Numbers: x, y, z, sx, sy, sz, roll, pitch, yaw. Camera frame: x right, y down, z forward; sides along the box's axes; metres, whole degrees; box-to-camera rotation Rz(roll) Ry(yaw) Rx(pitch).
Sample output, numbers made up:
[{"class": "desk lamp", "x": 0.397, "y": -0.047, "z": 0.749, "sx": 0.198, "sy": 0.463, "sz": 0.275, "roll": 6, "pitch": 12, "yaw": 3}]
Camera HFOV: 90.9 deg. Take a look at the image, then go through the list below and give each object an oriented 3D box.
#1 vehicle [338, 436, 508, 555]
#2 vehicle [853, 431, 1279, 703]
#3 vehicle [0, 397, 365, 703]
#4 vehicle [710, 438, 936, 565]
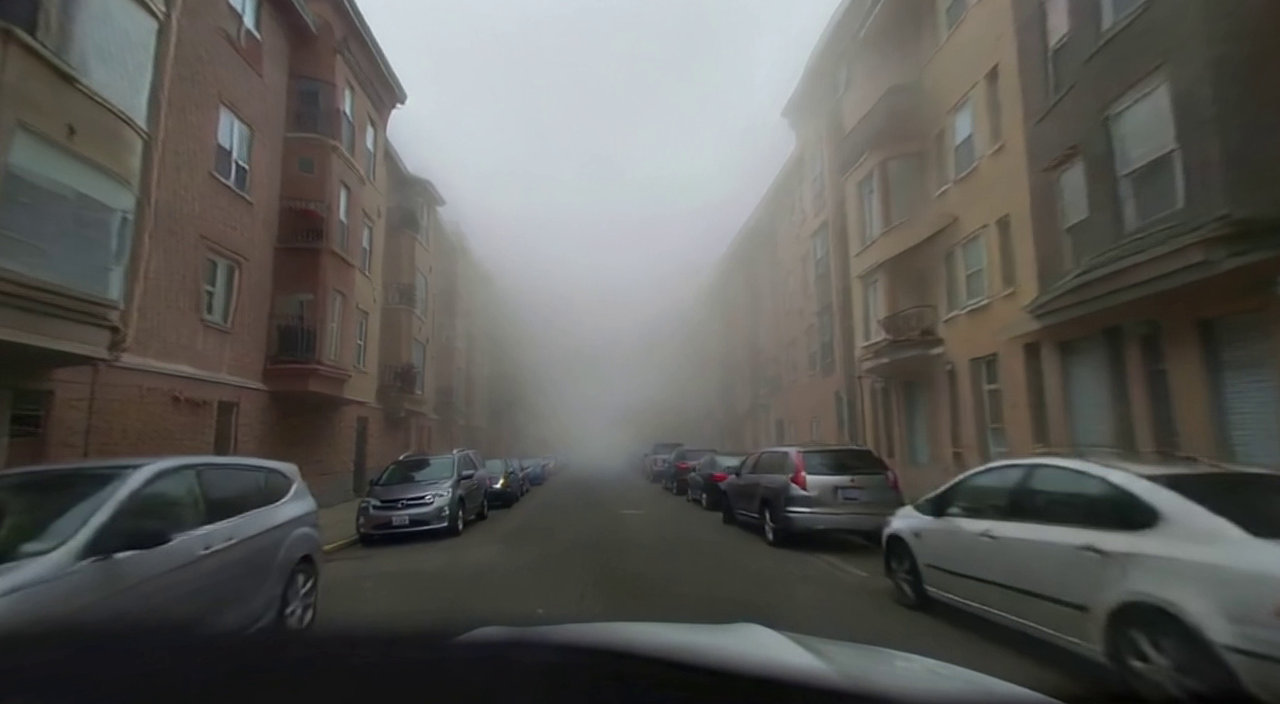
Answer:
[{"class": "vehicle", "x": -4.017, "y": 2.626, "z": 12.529, "sx": 2.081, "sy": 1.679, "sz": 4.506, "roll": -3, "pitch": -6, "yaw": -4}, {"class": "vehicle", "x": 3.238, "y": 1.284, "z": 3.971, "sx": 1.904, "sy": 1.476, "sz": 4.480, "roll": 1, "pitch": -8, "yaw": -5}, {"class": "vehicle", "x": -3.529, "y": 1.267, "z": 3.808, "sx": 2.175, "sy": 1.710, "sz": 4.000, "roll": -2, "pitch": -7, "yaw": -4}, {"class": "vehicle", "x": 2.659, "y": 2.268, "z": 10.523, "sx": 1.968, "sy": 1.595, "sz": 4.543, "roll": 1, "pitch": -8, "yaw": -7}]
